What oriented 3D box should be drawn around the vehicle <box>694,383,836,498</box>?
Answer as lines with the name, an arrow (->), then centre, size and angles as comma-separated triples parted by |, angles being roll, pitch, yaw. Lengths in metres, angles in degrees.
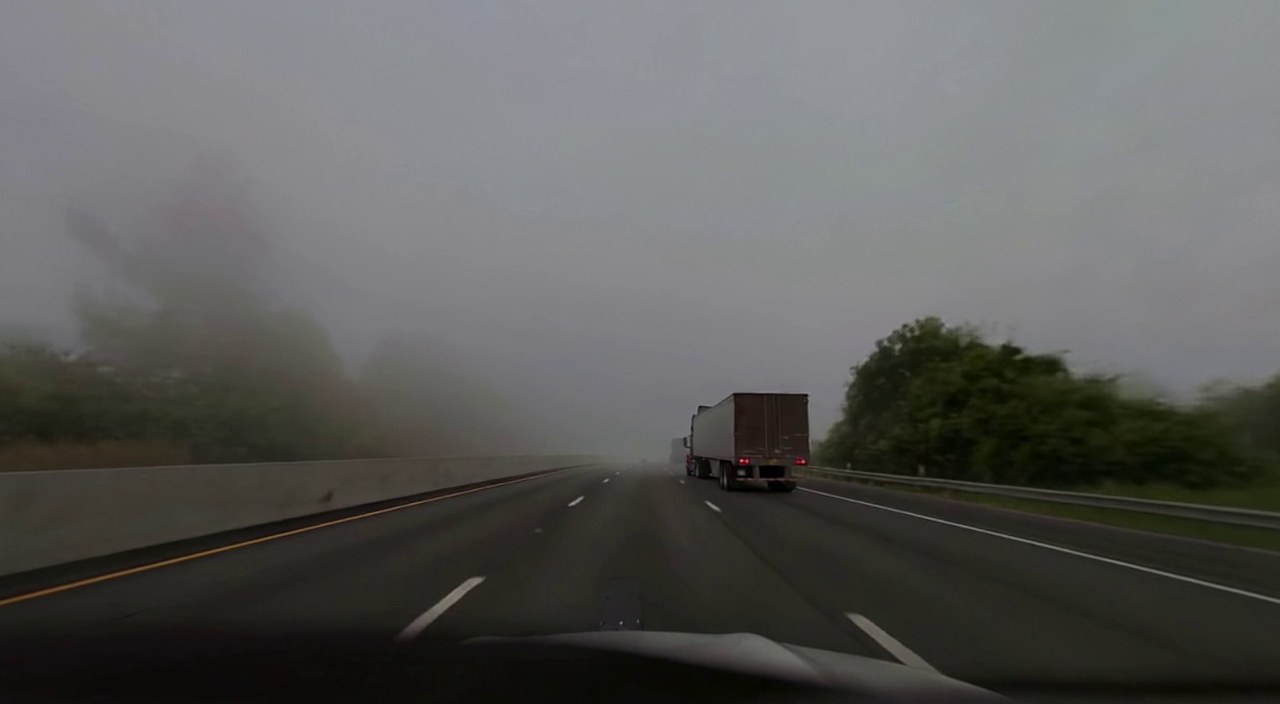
vehicle -> 4.340, 3.744, 25.953 | 2.868, 3.427, 14.032 | 0, -9, -1
